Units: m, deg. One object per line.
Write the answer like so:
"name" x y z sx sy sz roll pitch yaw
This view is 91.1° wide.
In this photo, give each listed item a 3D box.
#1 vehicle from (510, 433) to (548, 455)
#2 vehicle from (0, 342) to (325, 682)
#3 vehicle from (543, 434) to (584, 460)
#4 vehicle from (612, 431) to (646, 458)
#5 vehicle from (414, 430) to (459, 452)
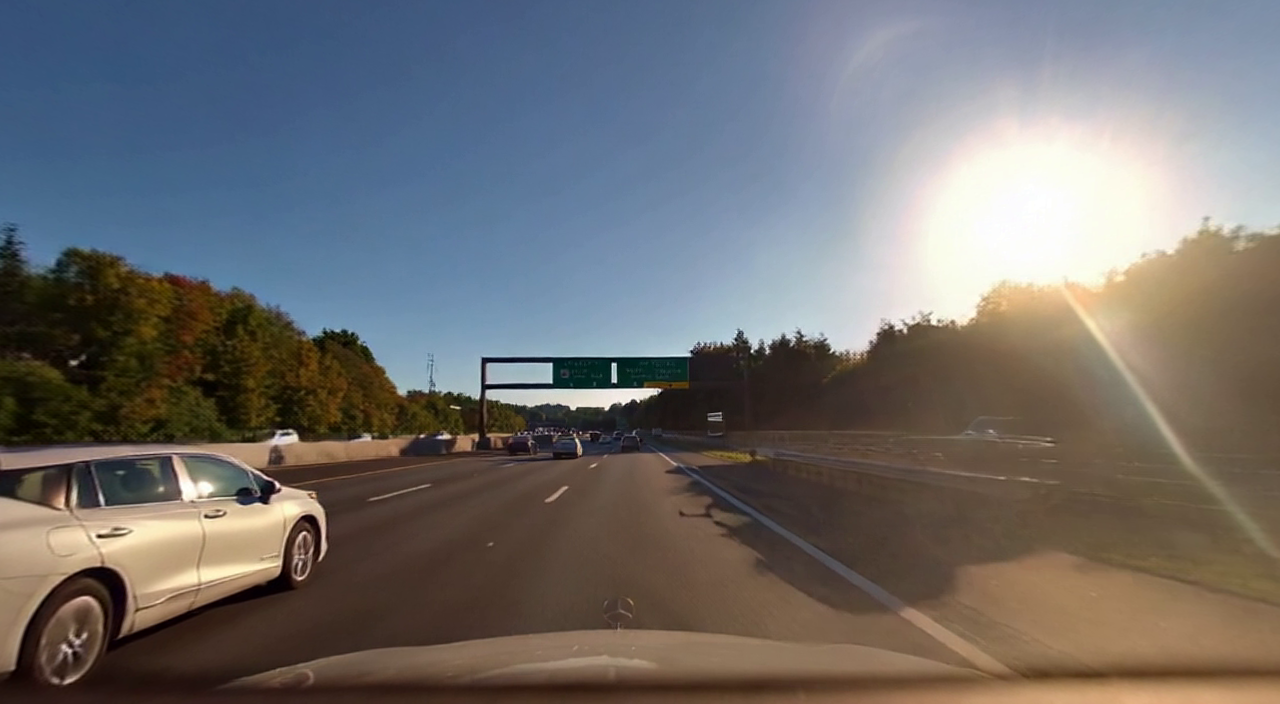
"vehicle" -8.206 6.830 46.834 1.953 1.524 4.863 0 -8 0
"vehicle" -4.469 1.047 4.723 1.971 1.822 4.366 0 -8 -1
"vehicle" -4.359 5.466 36.403 1.909 1.445 4.087 0 -8 0
"vehicle" -0.658 5.778 39.516 2.002 1.611 3.778 0 -8 0
"vehicle" -16.085 7.031 49.983 2.070 1.653 4.378 0 -8 0
